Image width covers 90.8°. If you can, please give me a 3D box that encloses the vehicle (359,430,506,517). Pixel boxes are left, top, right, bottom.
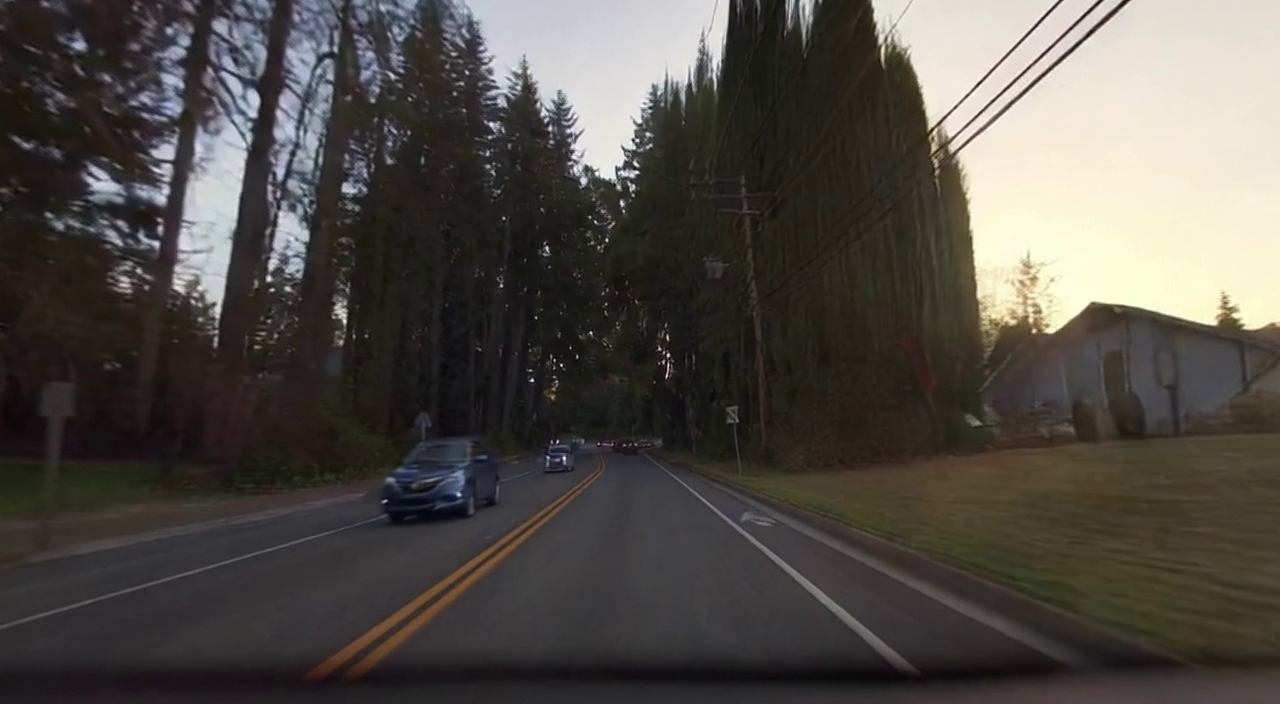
[{"bbox_3d":[-4.621,2.756,14.880,2.114,1.712,4.340,0,-8,-2],"label":"vehicle"}]
